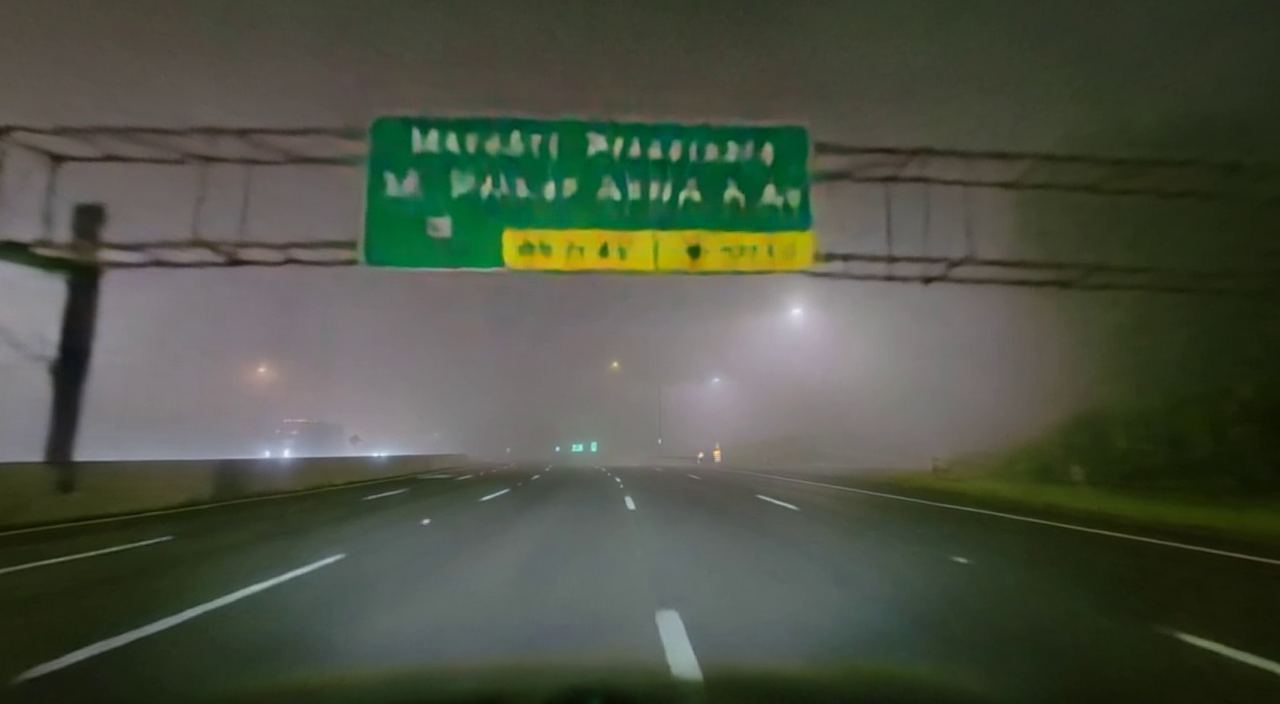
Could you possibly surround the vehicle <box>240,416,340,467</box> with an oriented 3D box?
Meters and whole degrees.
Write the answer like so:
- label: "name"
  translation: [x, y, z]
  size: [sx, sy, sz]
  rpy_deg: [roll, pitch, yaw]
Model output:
- label: "vehicle"
  translation: [-25.307, 6.578, 46.220]
  size: [3.030, 3.342, 8.736]
  rpy_deg: [1, -9, -6]
